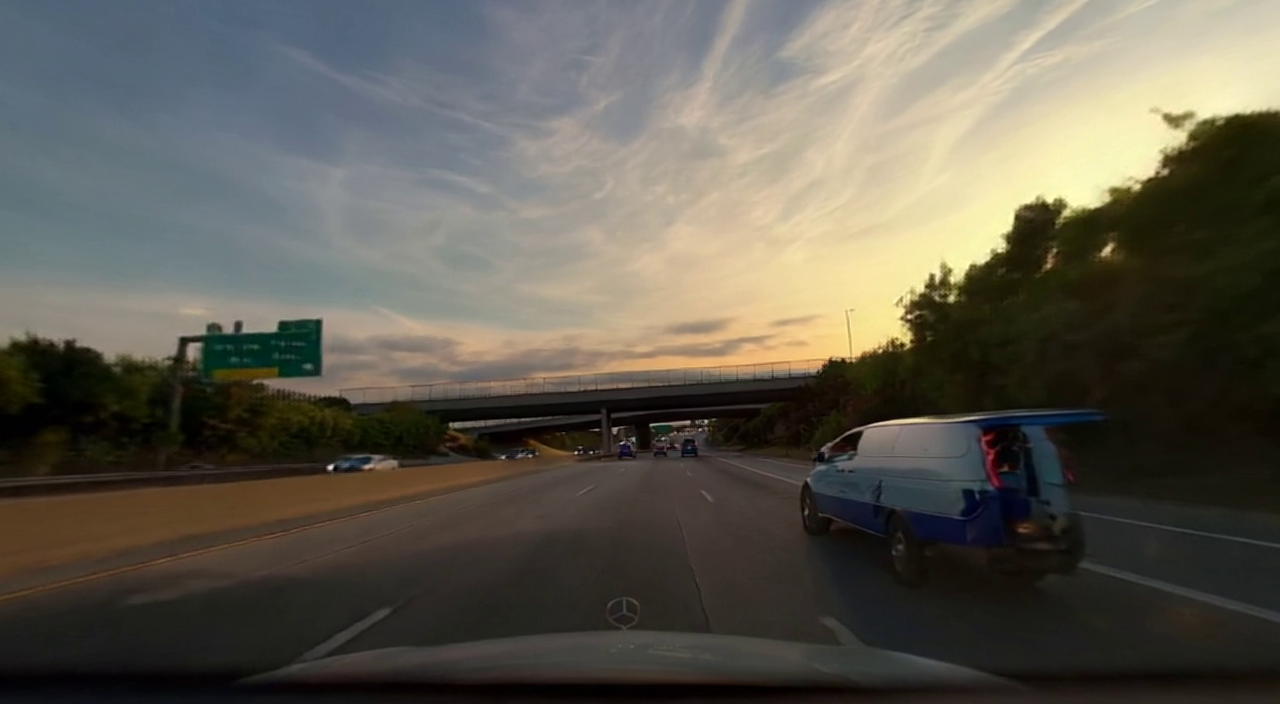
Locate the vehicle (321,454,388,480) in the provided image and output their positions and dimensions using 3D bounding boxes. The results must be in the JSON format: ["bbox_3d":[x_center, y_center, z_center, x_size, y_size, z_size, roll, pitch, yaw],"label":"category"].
[{"bbox_3d":[-18.978,7.644,42.299,1.861,1.592,5.157,-1,-8,3],"label":"vehicle"}]
